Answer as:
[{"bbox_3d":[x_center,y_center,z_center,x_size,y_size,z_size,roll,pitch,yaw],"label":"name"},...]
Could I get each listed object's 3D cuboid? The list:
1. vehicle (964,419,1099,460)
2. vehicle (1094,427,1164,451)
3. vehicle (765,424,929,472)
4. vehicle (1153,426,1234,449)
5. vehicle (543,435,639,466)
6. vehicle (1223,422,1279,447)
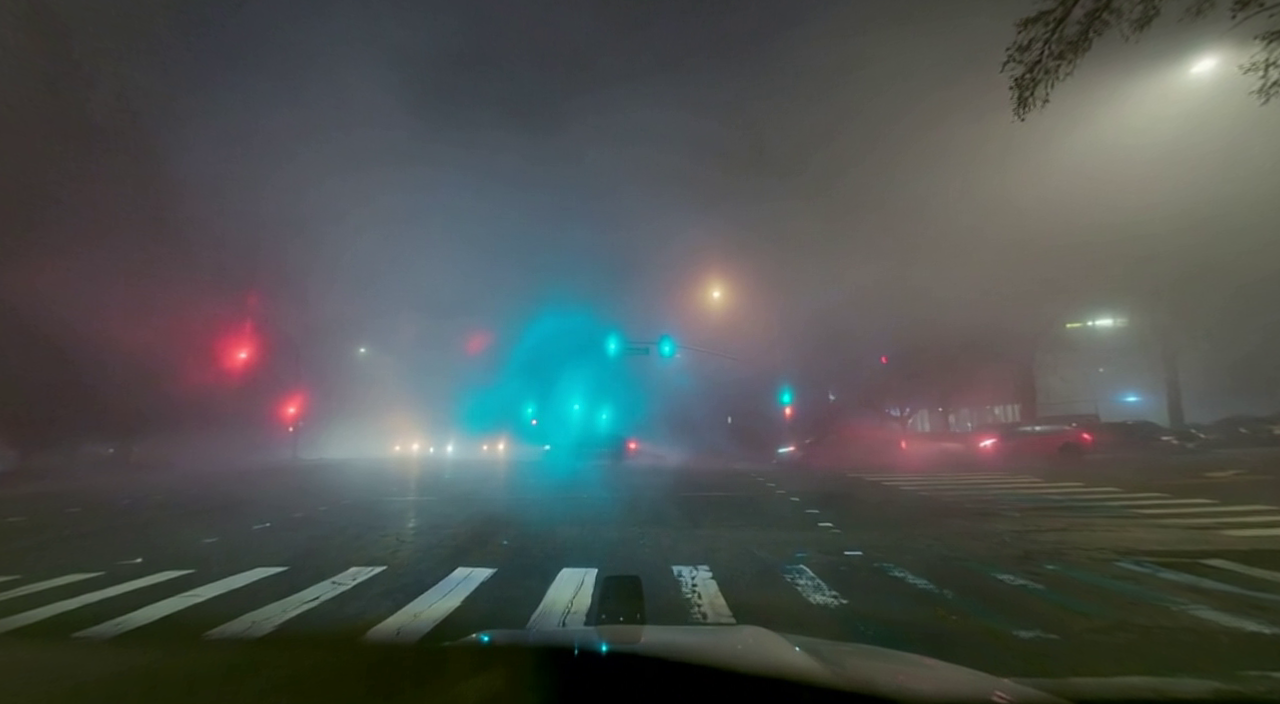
[{"bbox_3d":[17.177,3.866,27.936,4.571,1.698,1.977,-1,-8,6],"label":"vehicle"},{"bbox_3d":[33.188,5.931,43.051,2.090,1.494,4.321,-2,-9,13],"label":"vehicle"},{"bbox_3d":[6.934,3.259,21.498,4.916,1.504,1.846,0,-8,-4],"label":"vehicle"},{"bbox_3d":[36.552,5.684,41.869,1.726,1.429,4.163,-1,-8,2],"label":"vehicle"},{"bbox_3d":[-2.132,4.410,28.220,4.046,1.306,1.719,-1,-8,4],"label":"vehicle"},{"bbox_3d":[42.251,5.494,41.975,2.037,1.614,5.175,0,-8,0],"label":"vehicle"}]
